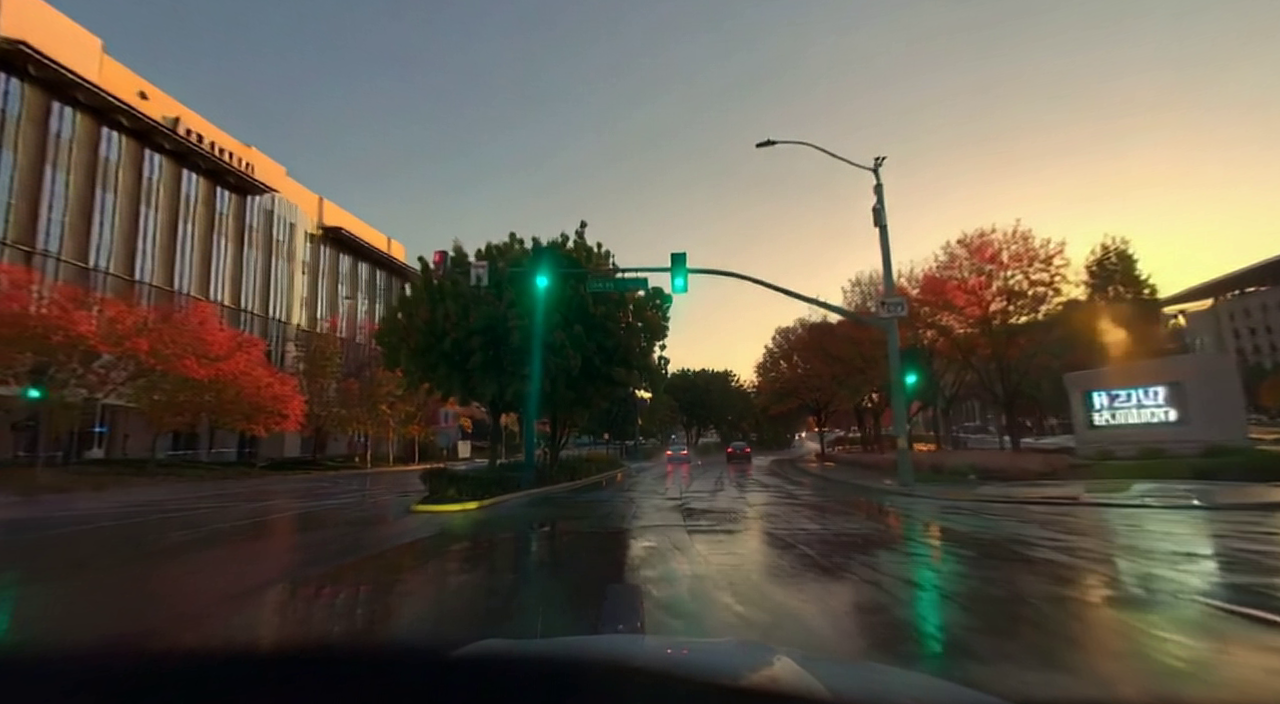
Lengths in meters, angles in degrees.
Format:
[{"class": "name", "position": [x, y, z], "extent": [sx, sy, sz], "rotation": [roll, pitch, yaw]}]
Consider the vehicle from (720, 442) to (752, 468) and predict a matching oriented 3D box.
[{"class": "vehicle", "position": [7.002, 7.578, 46.471], "extent": [2.174, 1.749, 4.739], "rotation": [-1, -9, 7]}]

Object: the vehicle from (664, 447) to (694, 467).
[{"class": "vehicle", "position": [3.135, 8.291, 49.855], "extent": [2.014, 1.525, 4.197], "rotation": [-1, -9, 8]}]
